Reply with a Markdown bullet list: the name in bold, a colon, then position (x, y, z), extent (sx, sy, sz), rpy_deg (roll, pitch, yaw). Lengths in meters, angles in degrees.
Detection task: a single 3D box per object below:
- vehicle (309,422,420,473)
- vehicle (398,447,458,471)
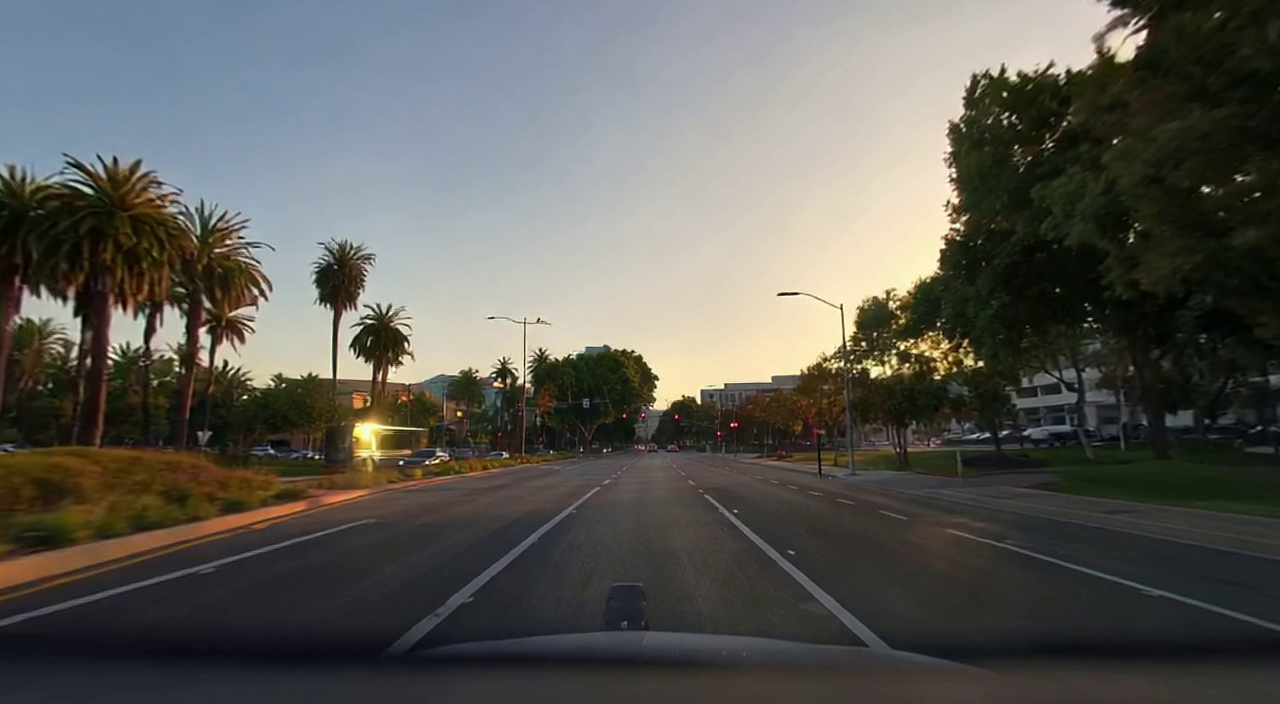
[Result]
- **vehicle**: position (-20.839, 7.373, 48.923), extent (3.013, 3.417, 12.442), rpy_deg (0, -8, 0)
- **vehicle**: position (-14.018, 7.089, 41.981), extent (2.130, 1.509, 4.644), rpy_deg (-1, -8, 3)
